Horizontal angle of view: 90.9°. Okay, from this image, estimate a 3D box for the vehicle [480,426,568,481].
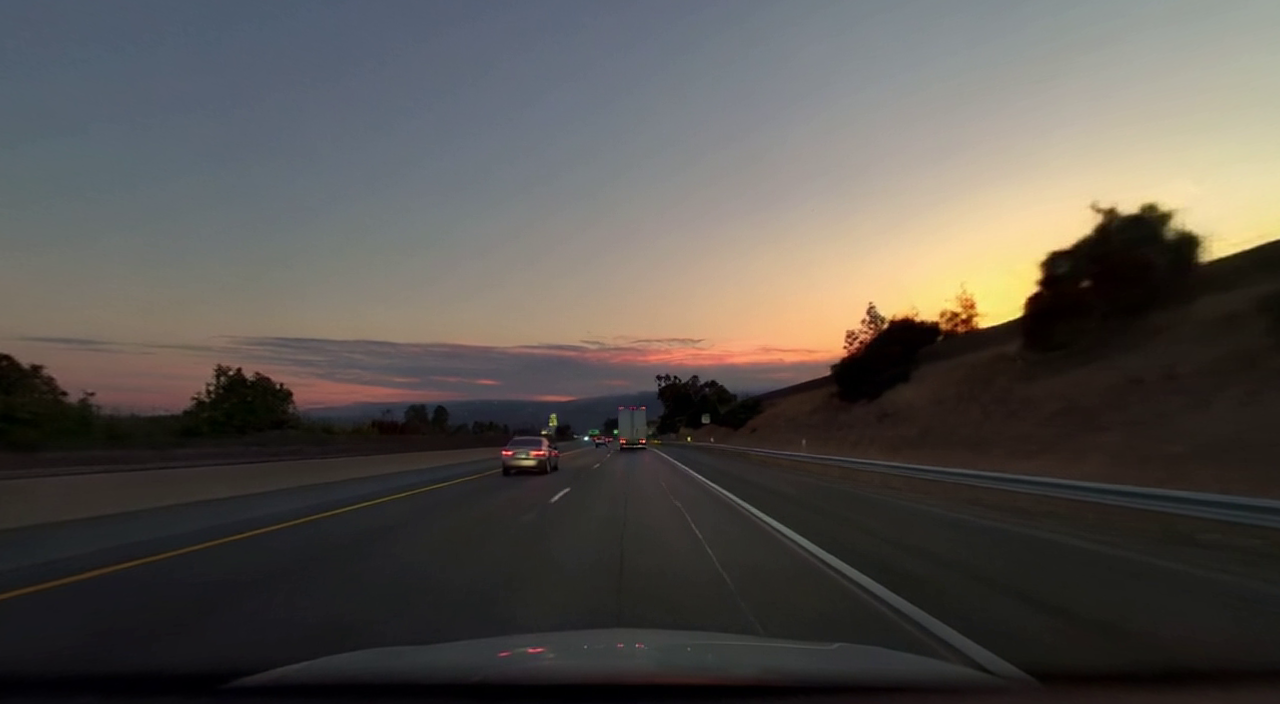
[{"bbox_3d":[-3.793,3.413,21.552,2.123,1.655,4.688,0,-8,0],"label":"vehicle"}]
